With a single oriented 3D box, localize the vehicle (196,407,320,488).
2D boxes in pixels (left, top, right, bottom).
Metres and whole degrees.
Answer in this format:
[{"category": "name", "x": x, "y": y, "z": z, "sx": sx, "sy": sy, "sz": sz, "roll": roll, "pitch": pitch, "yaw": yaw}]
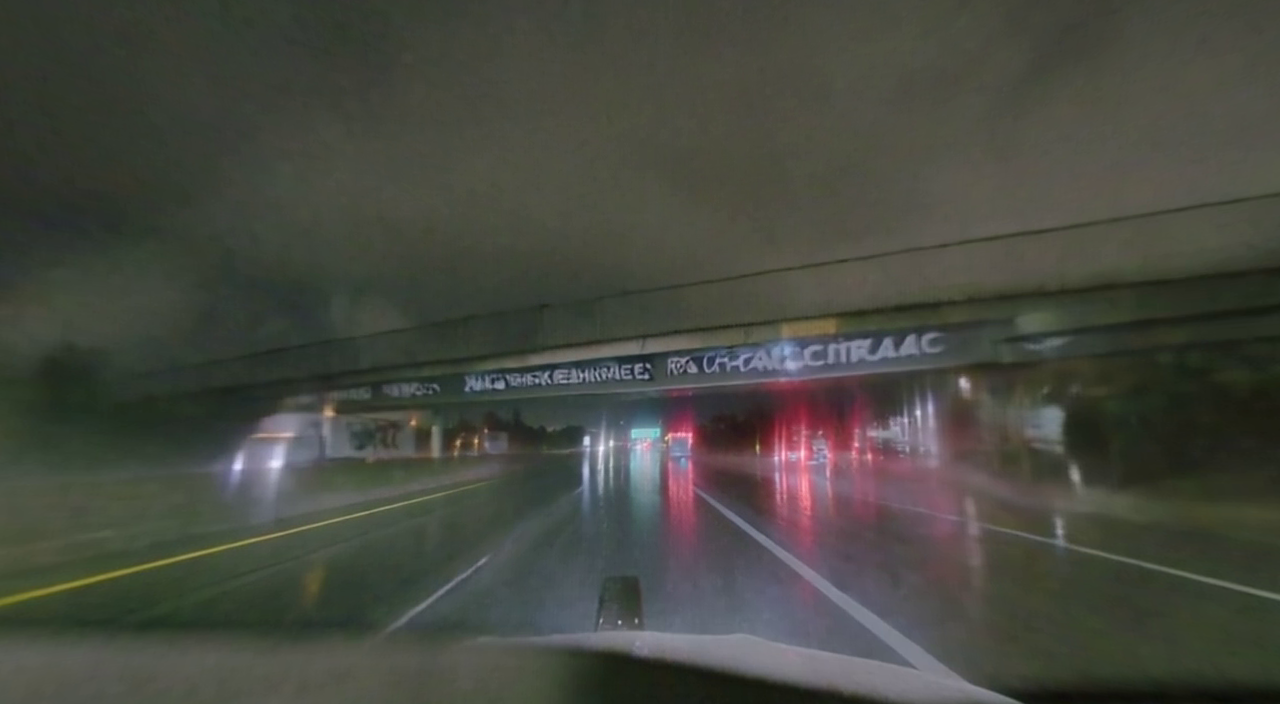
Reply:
[{"category": "vehicle", "x": -20.746, "y": 5.247, "z": 34.651, "sx": 3.012, "sy": 4.000, "sz": 5.979, "roll": 0, "pitch": -9, "yaw": -1}]
